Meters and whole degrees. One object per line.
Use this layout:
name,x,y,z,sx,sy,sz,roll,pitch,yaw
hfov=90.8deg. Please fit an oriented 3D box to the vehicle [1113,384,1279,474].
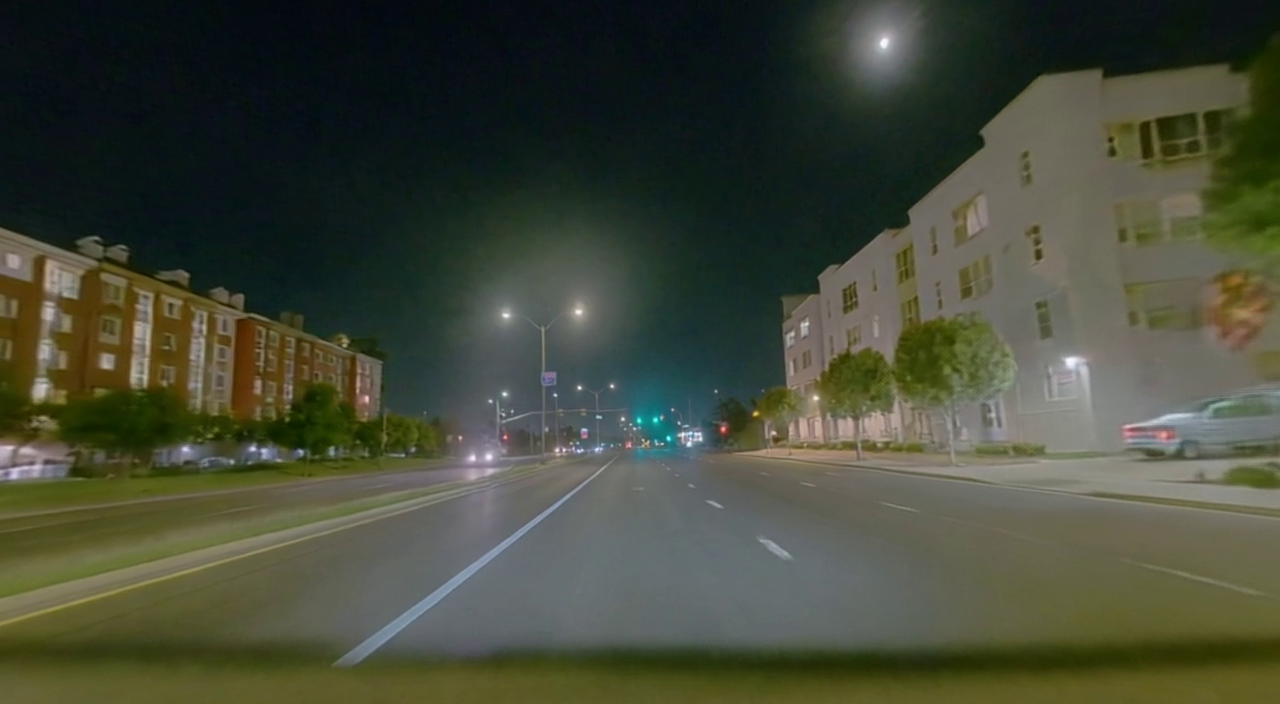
vehicle,19.724,2.529,20.656,6.543,2.736,2.324,0,-9,-3
